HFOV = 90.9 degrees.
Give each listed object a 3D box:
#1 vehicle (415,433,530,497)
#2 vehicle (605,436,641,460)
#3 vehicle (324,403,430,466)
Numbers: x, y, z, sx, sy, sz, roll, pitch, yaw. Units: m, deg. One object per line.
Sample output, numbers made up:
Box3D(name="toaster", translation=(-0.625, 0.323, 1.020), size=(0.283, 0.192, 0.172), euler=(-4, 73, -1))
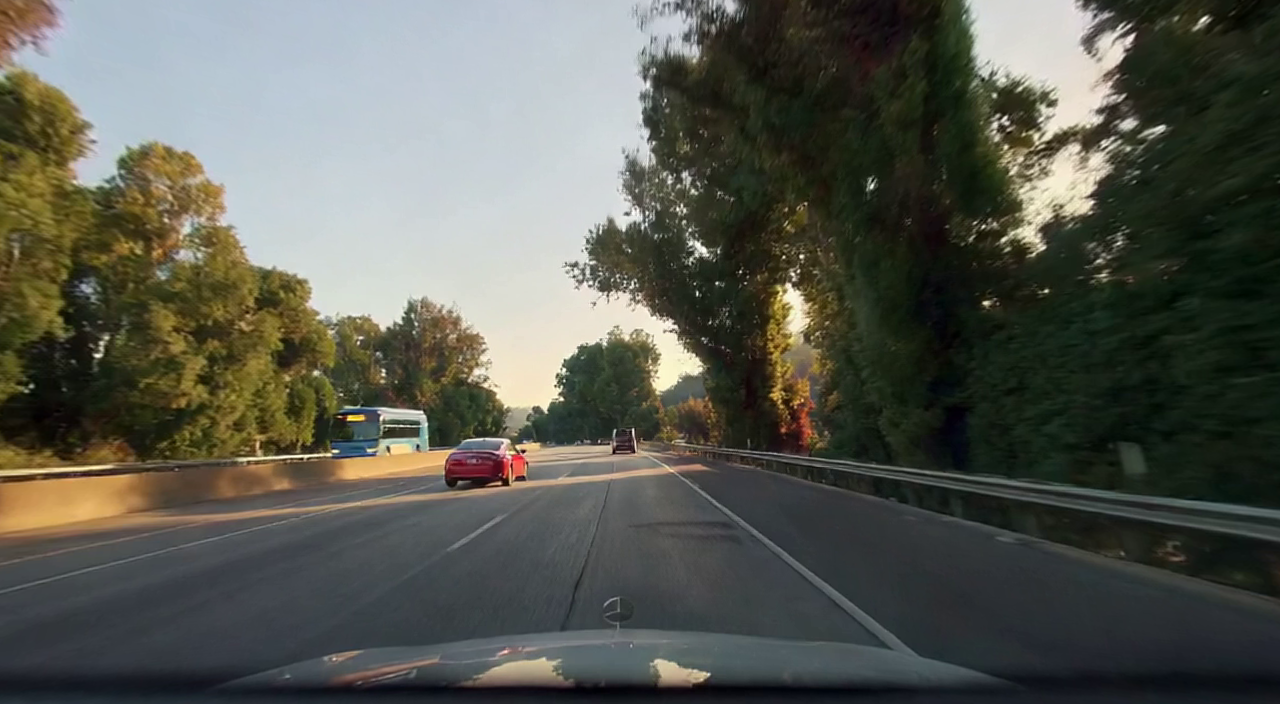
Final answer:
Box3D(name="vehicle", translation=(-4.192, 2.874, 16.514), size=(1.907, 1.445, 4.049), euler=(0, -8, 0))
Box3D(name="vehicle", translation=(-1.068, 6.136, 40.448), size=(2.162, 1.460, 4.242), euler=(0, -8, -1))
Box3D(name="vehicle", translation=(-17.542, 5.648, 43.100), size=(3.018, 3.781, 10.320), euler=(0, -8, -2))
